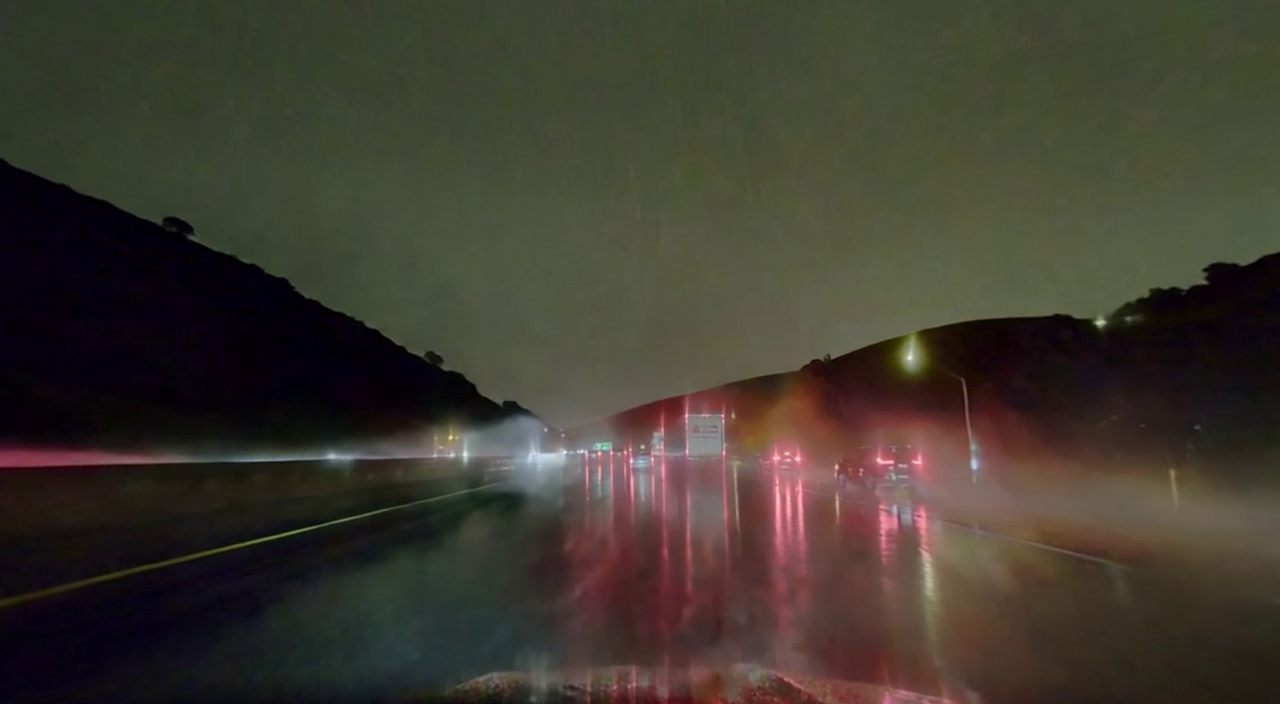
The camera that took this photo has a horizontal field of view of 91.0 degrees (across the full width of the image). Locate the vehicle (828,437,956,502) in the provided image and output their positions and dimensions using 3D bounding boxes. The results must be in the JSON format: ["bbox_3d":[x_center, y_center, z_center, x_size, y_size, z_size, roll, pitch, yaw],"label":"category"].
[{"bbox_3d":[7.246,3.407,18.706,2.044,1.676,4.421,0,-9,1],"label":"vehicle"}]

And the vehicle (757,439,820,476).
[{"bbox_3d":[7.686,5.519,33.123,2.143,1.775,4.729,0,-9,0],"label":"vehicle"}]

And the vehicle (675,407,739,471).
[{"bbox_3d":[4.122,5.798,41.593,3.130,3.607,11.129,0,-9,1],"label":"vehicle"}]

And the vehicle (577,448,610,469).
[{"bbox_3d":[-3.480,8.066,47.836,2.132,1.506,4.256,0,-9,0],"label":"vehicle"}]

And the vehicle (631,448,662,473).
[{"bbox_3d":[0.388,6.843,40.081,1.866,1.492,3.932,0,-9,0],"label":"vehicle"}]
